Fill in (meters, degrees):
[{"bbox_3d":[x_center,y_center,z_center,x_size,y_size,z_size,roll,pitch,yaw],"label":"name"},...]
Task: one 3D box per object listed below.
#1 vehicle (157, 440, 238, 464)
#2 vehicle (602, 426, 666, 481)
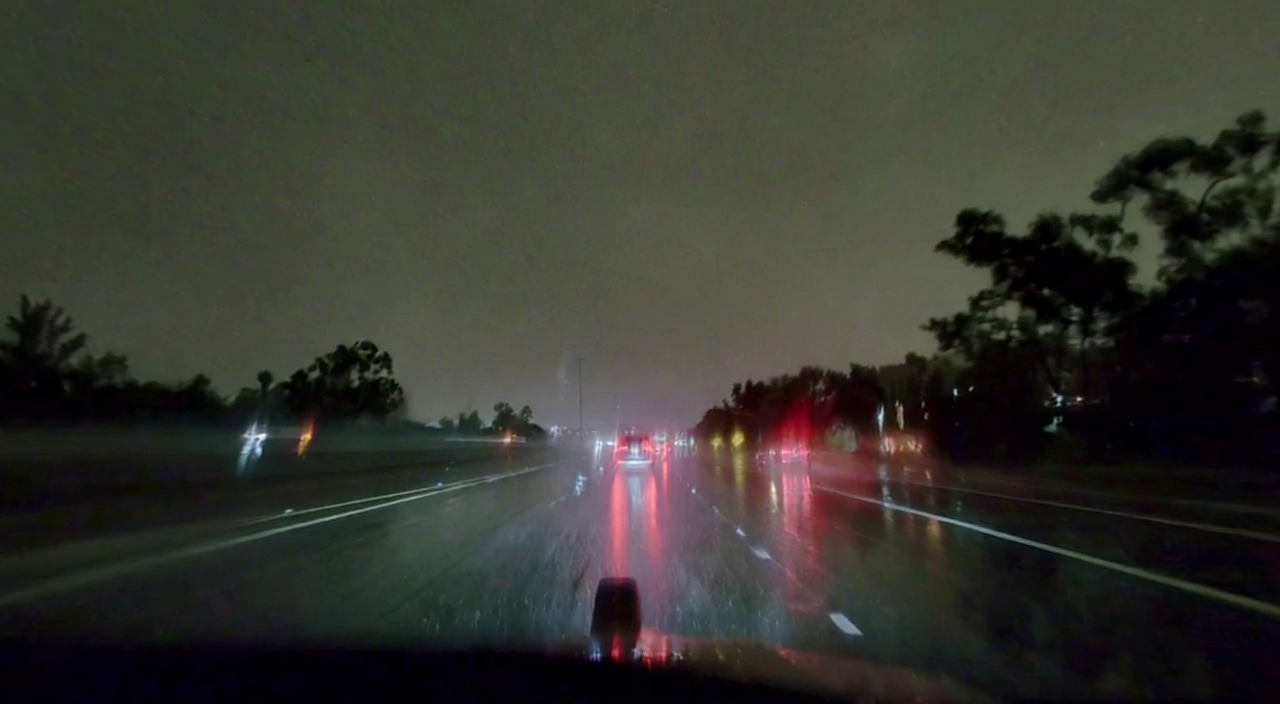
[{"bbox_3d":[-29.710,6.740,42.644,1.917,1.509,4.817,0,-8,1],"label":"vehicle"},{"bbox_3d":[-0.178,3.911,24.637,2.269,1.924,4.596,0,-8,1],"label":"vehicle"}]
